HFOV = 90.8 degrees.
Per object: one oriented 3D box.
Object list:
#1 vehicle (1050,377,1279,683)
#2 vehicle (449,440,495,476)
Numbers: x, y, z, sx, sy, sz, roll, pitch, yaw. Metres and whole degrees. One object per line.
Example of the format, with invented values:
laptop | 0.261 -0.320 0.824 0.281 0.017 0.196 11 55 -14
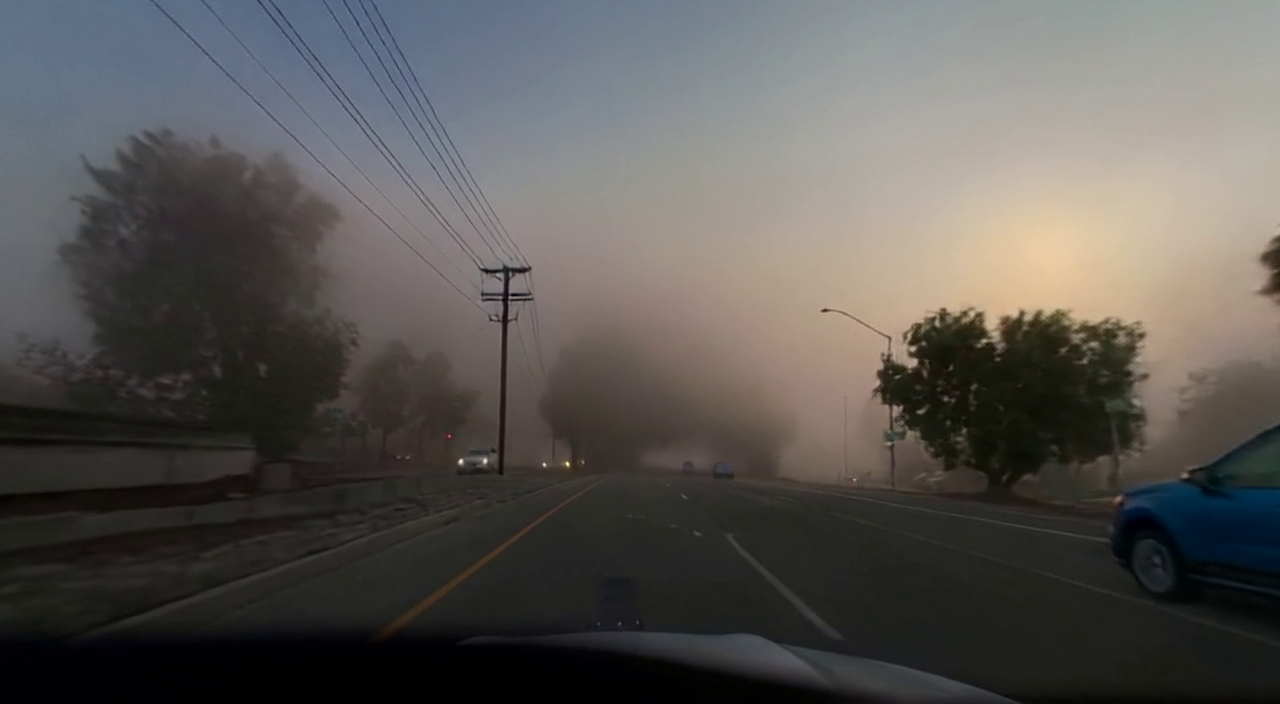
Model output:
vehicle | 5.081 0.958 3.260 2.331 1.872 5.378 -3 -8 1
vehicle | -11.161 7.166 42.244 2.206 2.034 4.486 -2 -13 -5
